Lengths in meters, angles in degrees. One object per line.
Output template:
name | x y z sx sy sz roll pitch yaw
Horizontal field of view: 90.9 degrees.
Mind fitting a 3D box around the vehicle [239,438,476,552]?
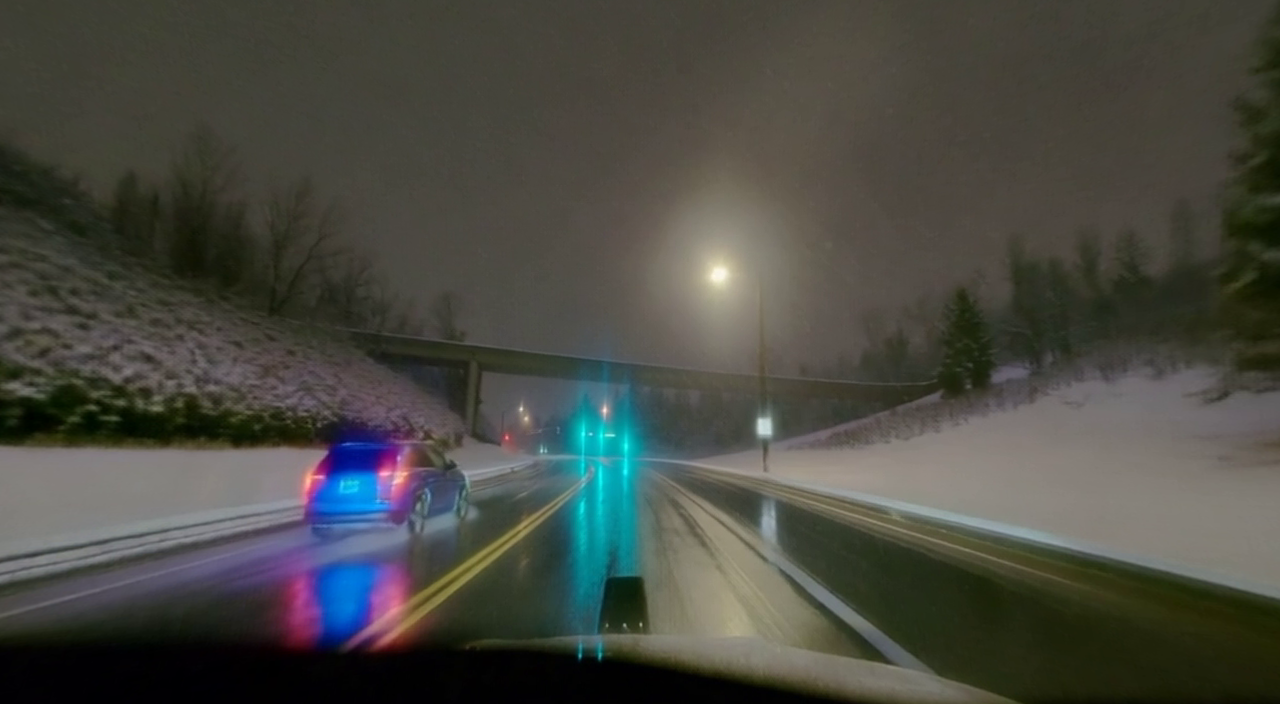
vehicle | -4.387 2.264 10.743 1.968 1.503 4.443 0 -9 0
